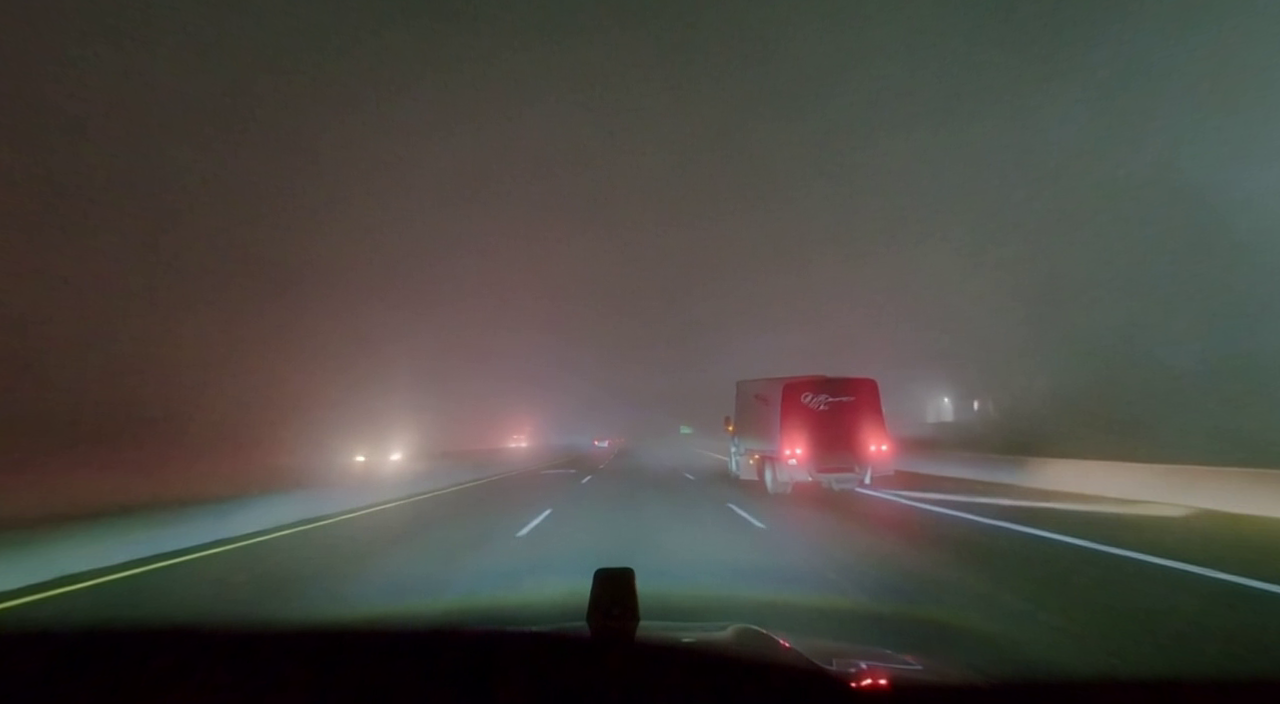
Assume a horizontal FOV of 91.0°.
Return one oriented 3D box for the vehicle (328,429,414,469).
[{"bbox_3d":[-12.864,4.687,30.482,2.078,1.746,4.785,0,-8,-1],"label":"vehicle"}]
